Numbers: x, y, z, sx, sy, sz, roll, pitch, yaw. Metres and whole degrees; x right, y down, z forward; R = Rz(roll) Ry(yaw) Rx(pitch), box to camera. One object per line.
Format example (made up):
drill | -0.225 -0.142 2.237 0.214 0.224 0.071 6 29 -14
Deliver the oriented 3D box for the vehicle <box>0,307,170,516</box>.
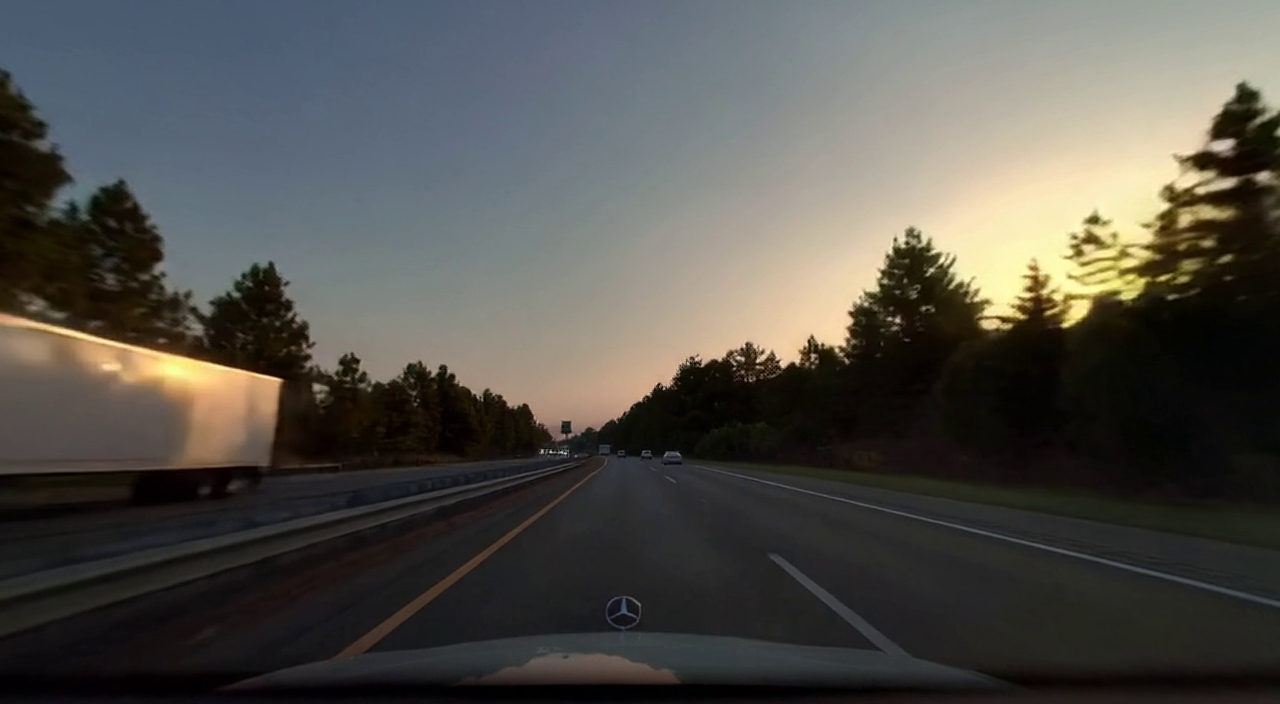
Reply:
vehicle | -13.300 1.073 11.487 2.763 3.848 8.560 0 -9 0
